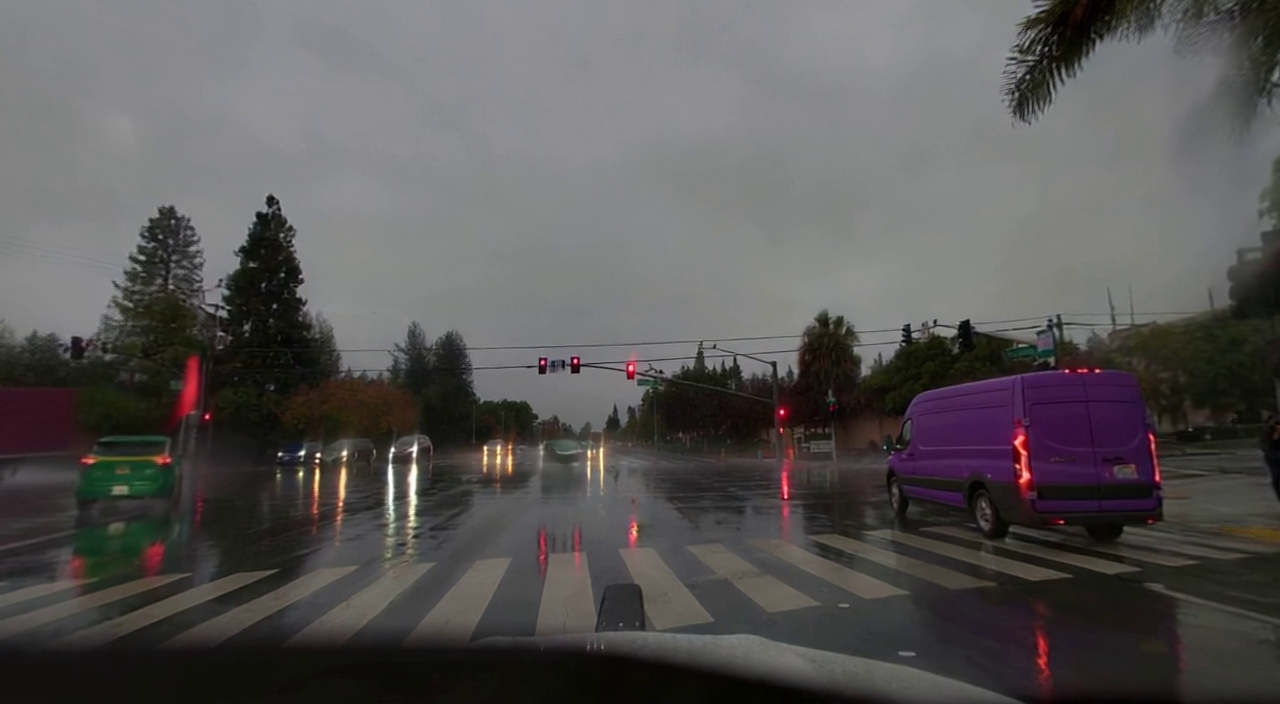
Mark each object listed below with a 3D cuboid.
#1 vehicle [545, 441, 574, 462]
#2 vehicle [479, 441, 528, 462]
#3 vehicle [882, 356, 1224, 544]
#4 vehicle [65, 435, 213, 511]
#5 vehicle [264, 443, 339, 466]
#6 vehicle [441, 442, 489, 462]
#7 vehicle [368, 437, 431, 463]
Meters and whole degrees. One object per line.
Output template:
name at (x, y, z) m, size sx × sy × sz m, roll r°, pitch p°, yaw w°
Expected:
vehicle at (-5.593, 6.951, 44.236) m, size 1.907 × 1.409 × 3.909 m, roll 1°, pitch -9°, yaw -7°
vehicle at (-10.145, 7.468, 47.401) m, size 2.097 × 1.484 × 4.596 m, roll -1°, pitch -9°, yaw 7°
vehicle at (6.545, 1.690, 11.172) m, size 2.332 × 2.511 × 5.326 m, roll 0°, pitch -9°, yaw 0°
vehicle at (-11.697, 2.788, 15.118) m, size 1.993 × 1.496 × 4.524 m, roll 5°, pitch -10°, yaw -29°
vehicle at (-21.834, 6.643, 40.998) m, size 1.859 × 1.415 × 4.591 m, roll -1°, pitch -9°, yaw 8°
vehicle at (-13.181, 7.587, 47.847) m, size 1.845 × 1.426 × 4.289 m, roll -1°, pitch -9°, yaw 8°
vehicle at (-17.383, 7.150, 46.000) m, size 2.189 × 1.753 × 4.785 m, roll -1°, pitch -9°, yaw 8°
